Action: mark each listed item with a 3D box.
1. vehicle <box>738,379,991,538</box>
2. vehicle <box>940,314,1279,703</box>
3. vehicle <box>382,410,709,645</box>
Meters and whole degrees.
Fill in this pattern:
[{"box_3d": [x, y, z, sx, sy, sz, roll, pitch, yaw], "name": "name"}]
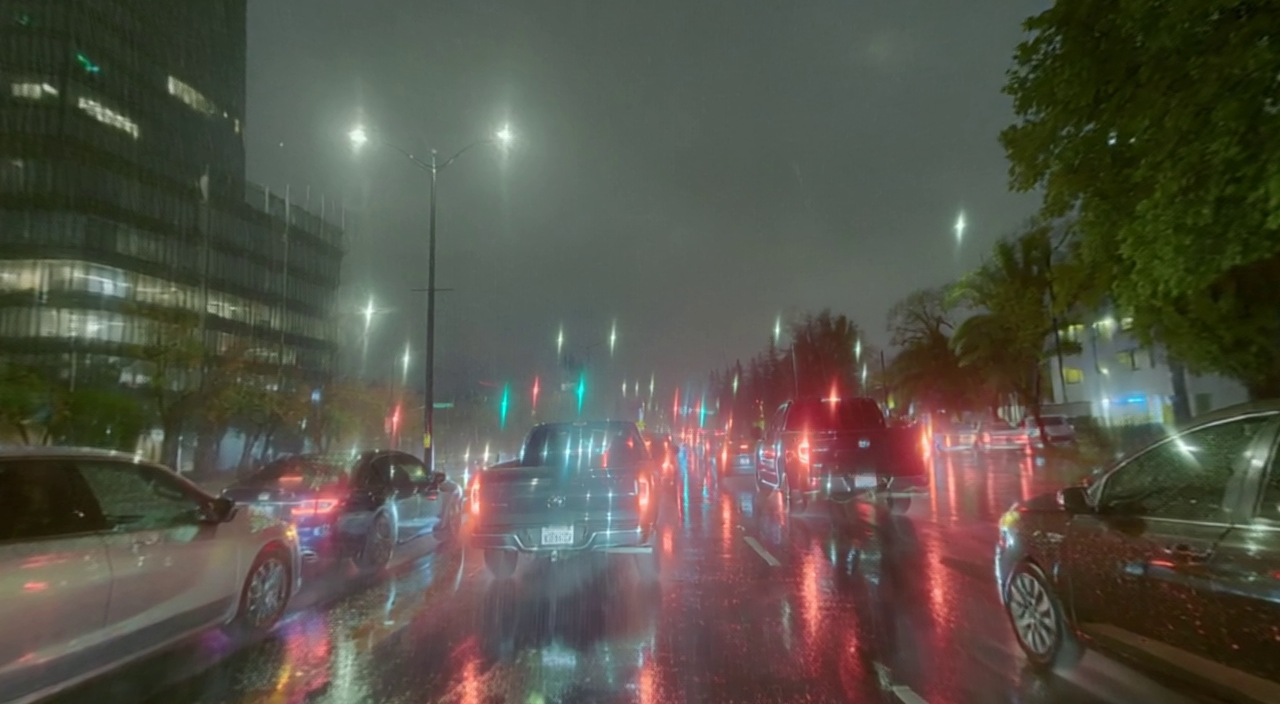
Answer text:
[{"box_3d": [3.550, 1.896, 11.666, 2.497, 2.186, 5.890, 0, -8, 0], "name": "vehicle"}, {"box_3d": [3.166, 0.747, 2.119, 2.024, 1.723, 4.714, 0, -8, 1], "name": "vehicle"}, {"box_3d": [-0.568, 1.481, 6.360, 2.172, 1.536, 4.250, 0, -8, 2], "name": "vehicle"}]
